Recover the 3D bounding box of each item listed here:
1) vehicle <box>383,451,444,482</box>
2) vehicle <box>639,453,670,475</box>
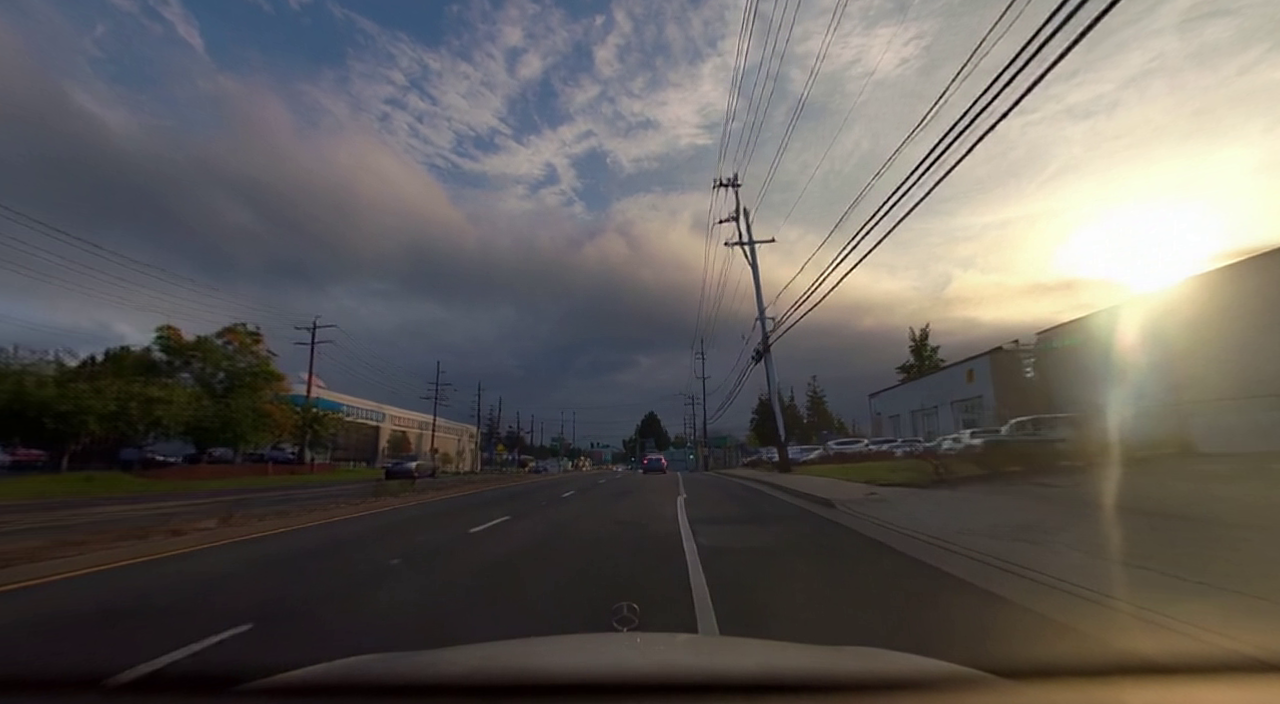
[{"bbox_3d":[-13.508,6.833,37.835,1.942,1.710,4.167,-1,-8,3],"label":"vehicle"},{"bbox_3d":[1.094,8.209,46.299,2.114,1.492,4.453,-1,-8,2],"label":"vehicle"}]
